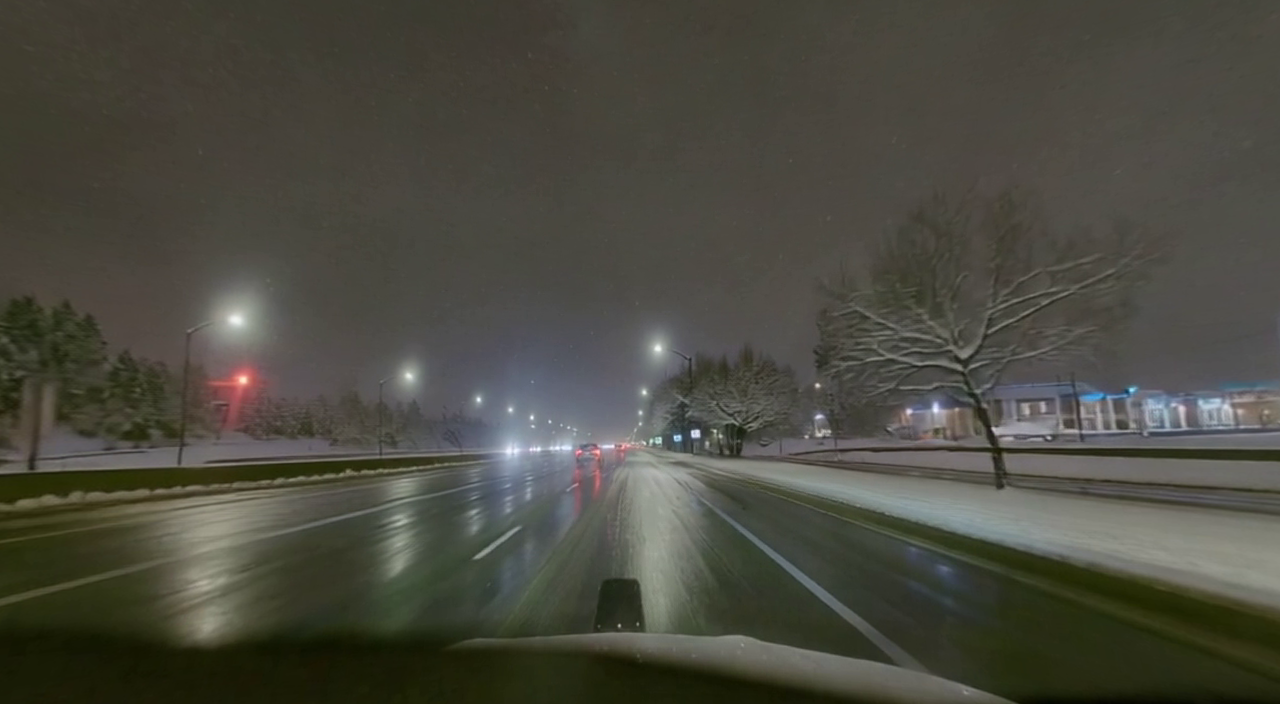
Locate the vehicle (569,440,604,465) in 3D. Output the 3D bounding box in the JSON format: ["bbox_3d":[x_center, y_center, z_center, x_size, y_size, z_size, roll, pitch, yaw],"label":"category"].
[{"bbox_3d":[-3.823,7.335,46.248,2.150,1.761,4.697,0,-8,0],"label":"vehicle"}]
